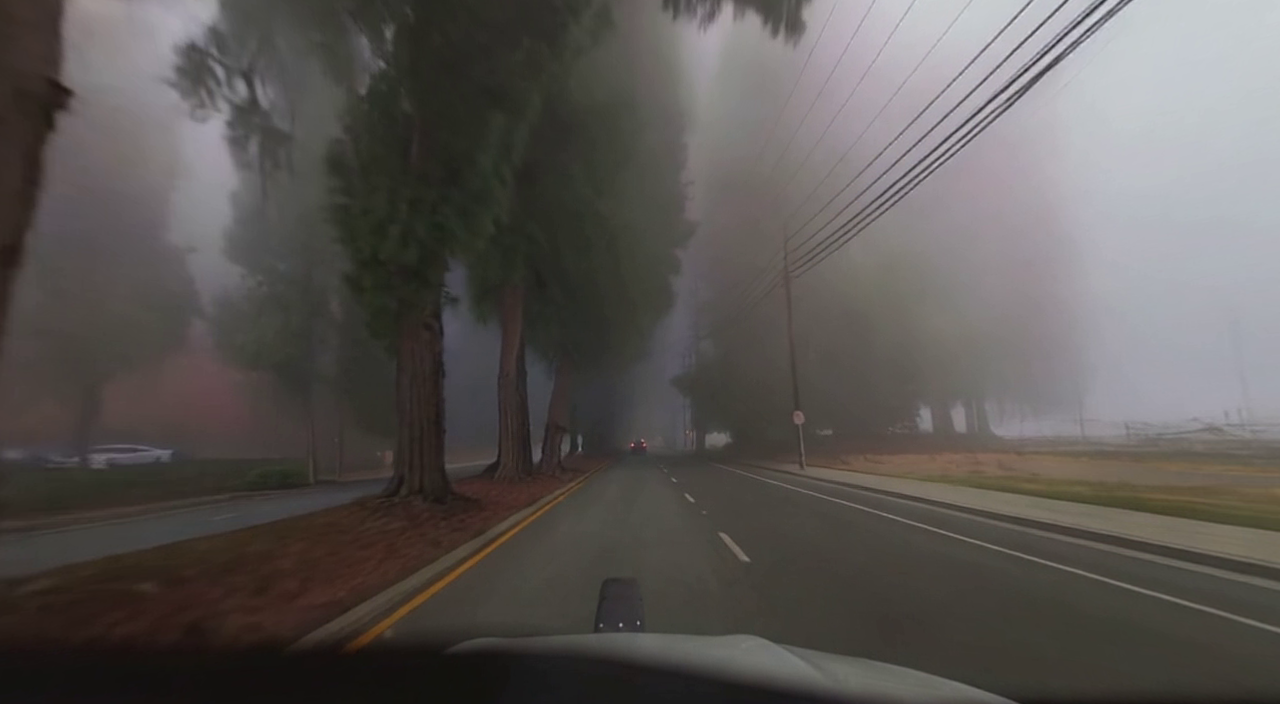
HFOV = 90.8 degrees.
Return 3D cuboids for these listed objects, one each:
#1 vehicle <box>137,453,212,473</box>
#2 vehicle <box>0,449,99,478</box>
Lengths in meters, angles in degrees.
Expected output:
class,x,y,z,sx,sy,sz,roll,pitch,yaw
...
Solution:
class,x,y,z,sx,sy,sz,roll,pitch,yaw
vehicle,-33.903,8.079,46.095,4.035,1.392,1.952,-1,-9,6
vehicle,-33.372,6.220,35.450,4.207,1.518,1.948,-1,-8,1
